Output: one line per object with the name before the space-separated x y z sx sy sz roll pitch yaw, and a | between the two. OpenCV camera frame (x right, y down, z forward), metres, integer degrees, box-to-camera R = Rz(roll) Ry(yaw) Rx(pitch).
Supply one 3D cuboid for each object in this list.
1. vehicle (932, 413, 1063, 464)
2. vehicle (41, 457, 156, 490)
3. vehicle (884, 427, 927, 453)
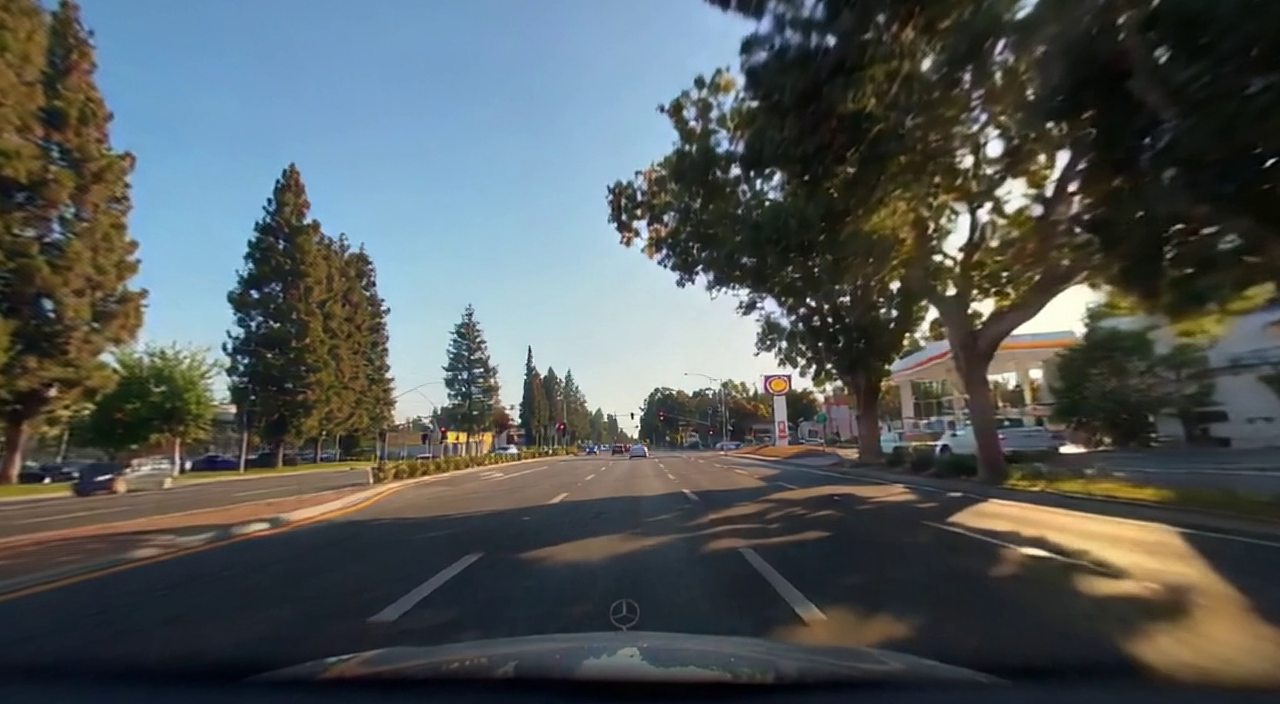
vehicle | 14.038 3.493 25.386 2.249 1.793 5.763 -1 -8 4
vehicle | -26.882 6.016 31.583 1.865 1.453 4.391 0 -8 0
vehicle | 17.793 5.932 42.505 1.944 1.646 4.594 -3 -9 14
